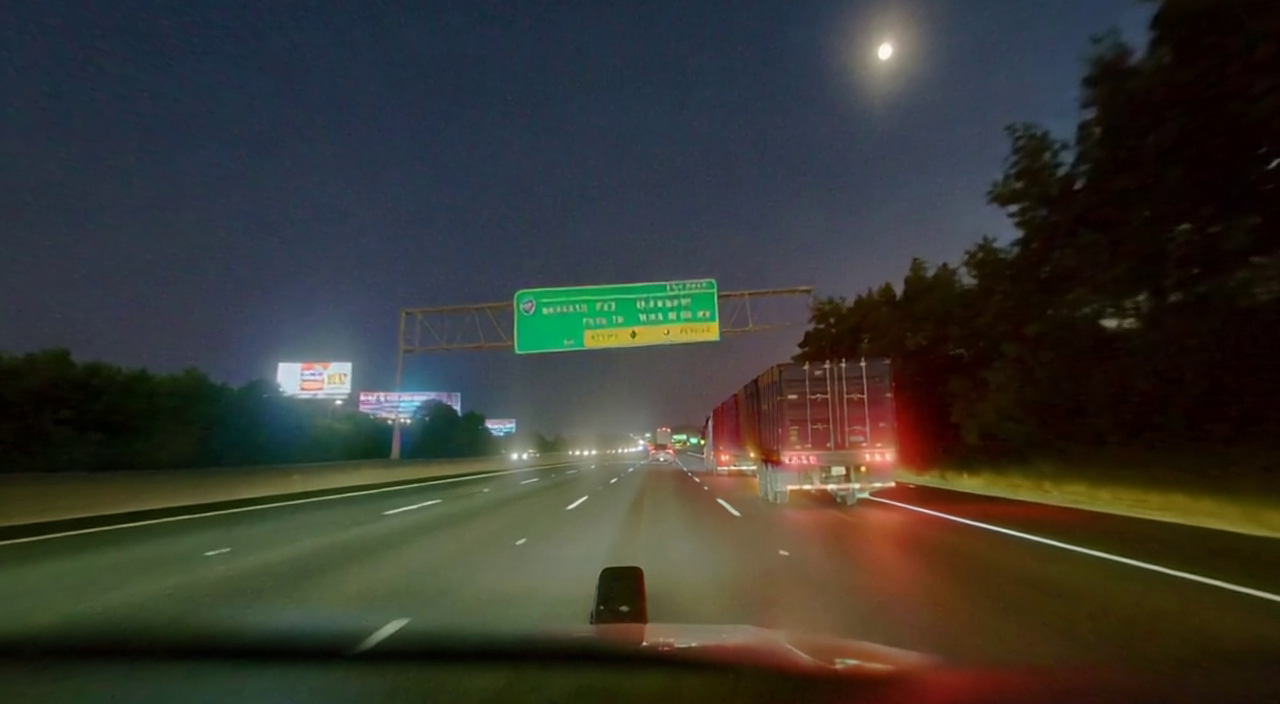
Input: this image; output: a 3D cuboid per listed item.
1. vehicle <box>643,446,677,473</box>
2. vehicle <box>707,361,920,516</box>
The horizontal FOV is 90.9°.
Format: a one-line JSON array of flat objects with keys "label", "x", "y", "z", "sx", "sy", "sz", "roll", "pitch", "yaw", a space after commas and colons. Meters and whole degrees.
[{"label": "vehicle", "x": 1.217, "y": 6.635, "z": 39.235, "sx": 2.042, "sy": 1.528, "sz": 4.300, "roll": 0, "pitch": -8, "yaw": 1}, {"label": "vehicle", "x": 4.539, "y": 3.141, "z": 22.335, "sx": 2.917, "sy": 3.179, "sz": 18.723, "roll": 0, "pitch": -8, "yaw": 2}]
